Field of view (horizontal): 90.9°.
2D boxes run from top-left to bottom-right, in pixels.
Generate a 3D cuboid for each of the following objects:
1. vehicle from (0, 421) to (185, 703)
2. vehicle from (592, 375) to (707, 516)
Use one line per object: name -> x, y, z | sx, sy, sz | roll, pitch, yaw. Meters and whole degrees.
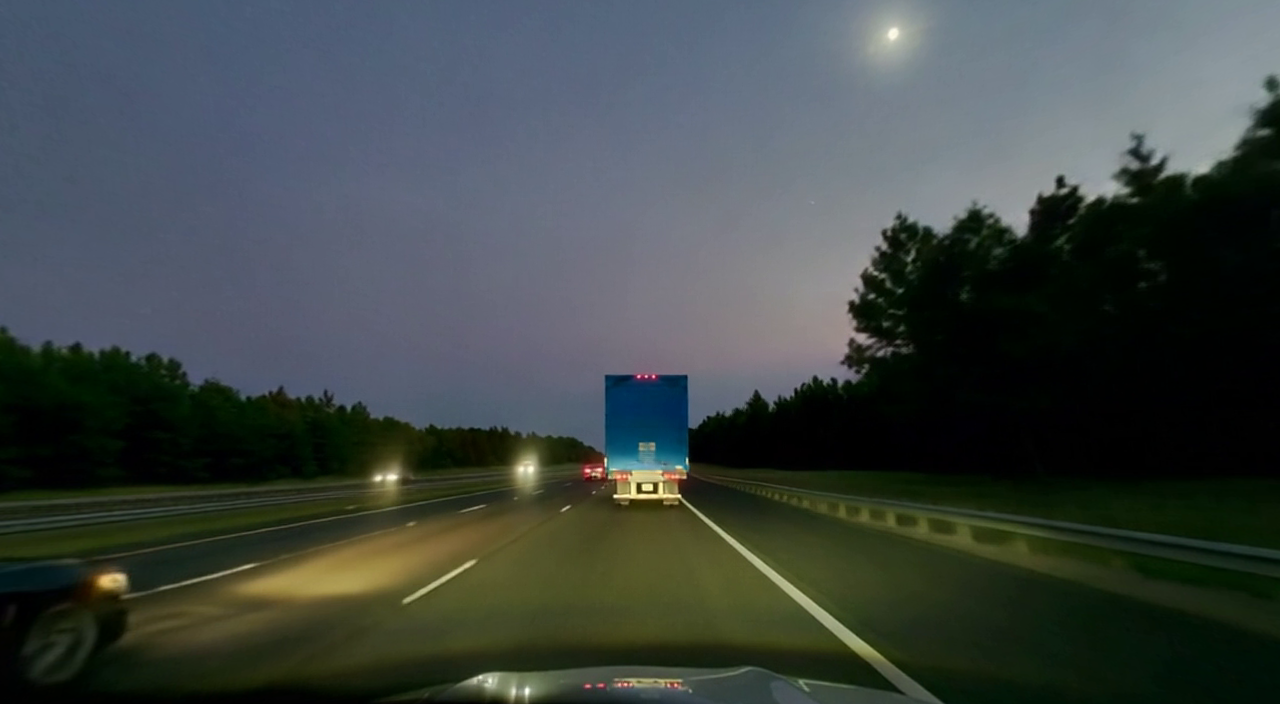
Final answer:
vehicle -> -4.177, 0.861, 1.828 | 2.079, 1.506, 4.821 | 1, -10, 0
vehicle -> 0.127, 3.300, 21.367 | 3.008, 3.678, 9.512 | 1, -10, -2
